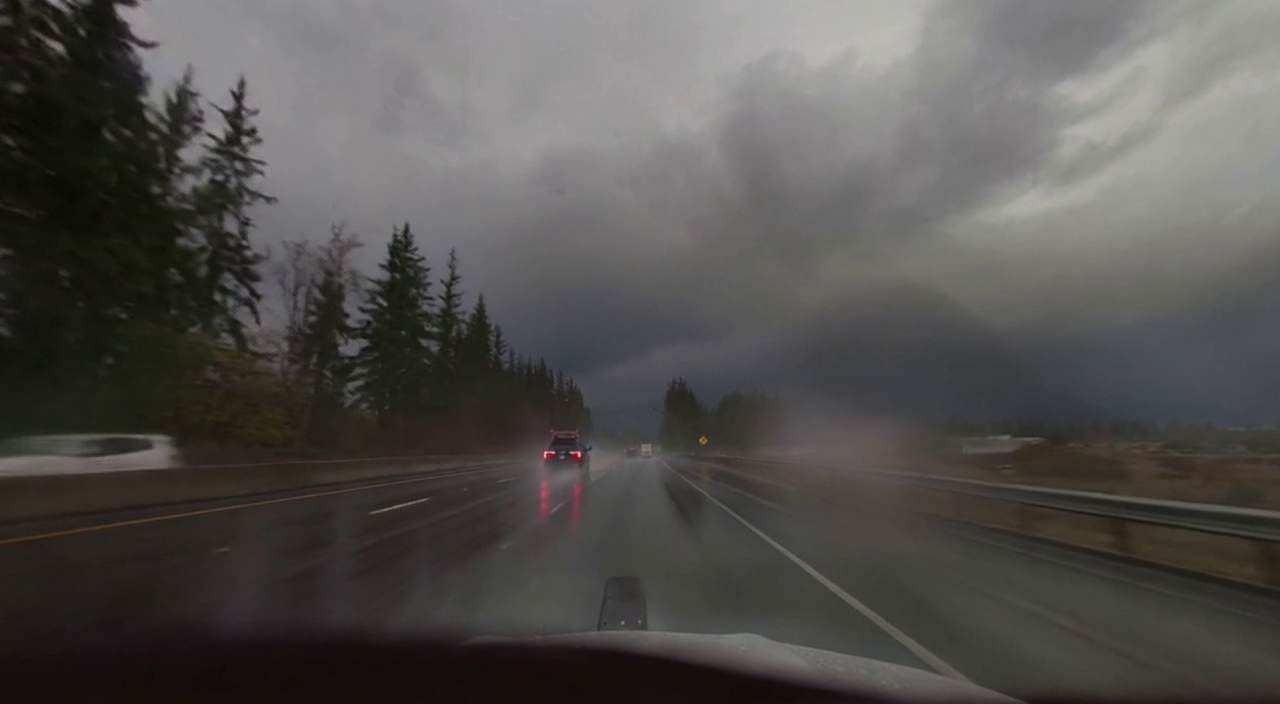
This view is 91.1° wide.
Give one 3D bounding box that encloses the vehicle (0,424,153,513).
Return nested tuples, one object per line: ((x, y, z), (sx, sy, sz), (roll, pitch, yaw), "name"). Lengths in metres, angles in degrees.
((-13.788, 2.532, 13.876), (2.126, 1.744, 4.816), (0, -9, 0), "vehicle")

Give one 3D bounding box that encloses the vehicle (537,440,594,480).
((-3.459, 5.152, 30.183), (2.084, 1.752, 4.479), (0, -9, 1), "vehicle")
